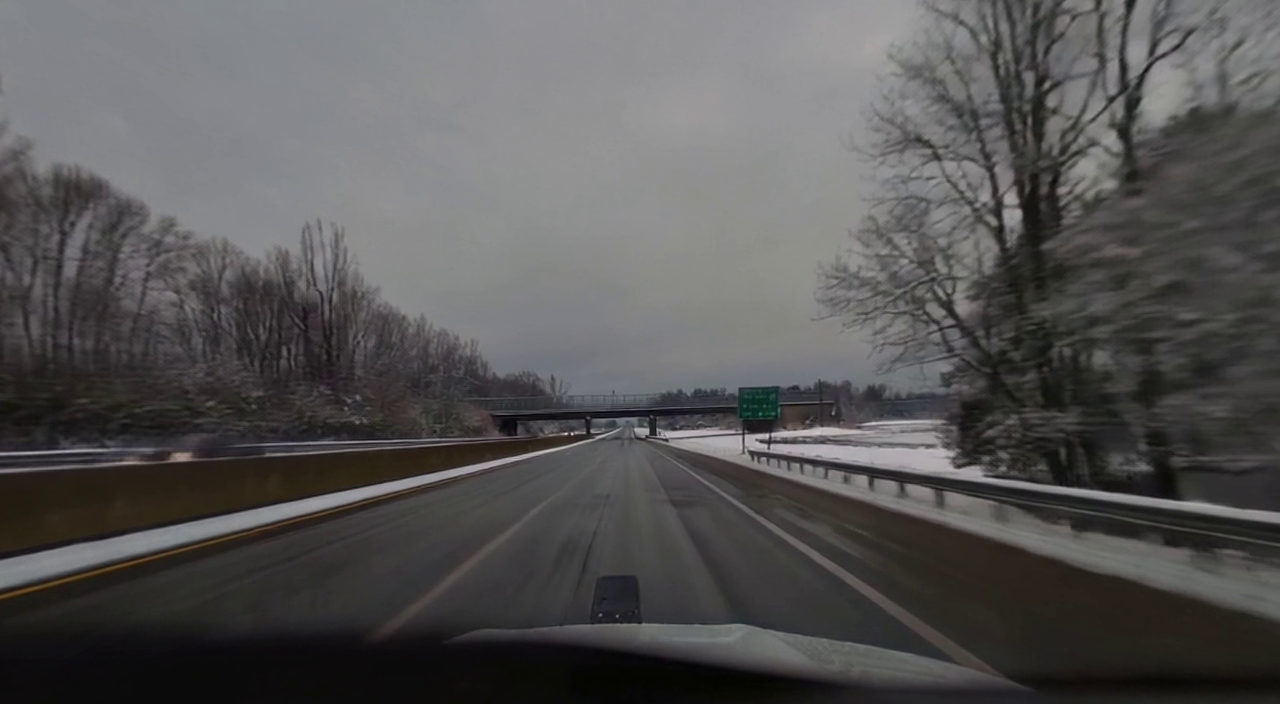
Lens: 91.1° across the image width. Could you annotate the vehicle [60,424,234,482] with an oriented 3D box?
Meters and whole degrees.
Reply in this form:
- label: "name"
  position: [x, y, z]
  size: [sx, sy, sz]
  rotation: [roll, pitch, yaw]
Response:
- label: "vehicle"
  position: [-14.092, 2.893, 18.302]
  size: [1.827, 1.488, 3.918]
  rotation: [0, -8, 1]
